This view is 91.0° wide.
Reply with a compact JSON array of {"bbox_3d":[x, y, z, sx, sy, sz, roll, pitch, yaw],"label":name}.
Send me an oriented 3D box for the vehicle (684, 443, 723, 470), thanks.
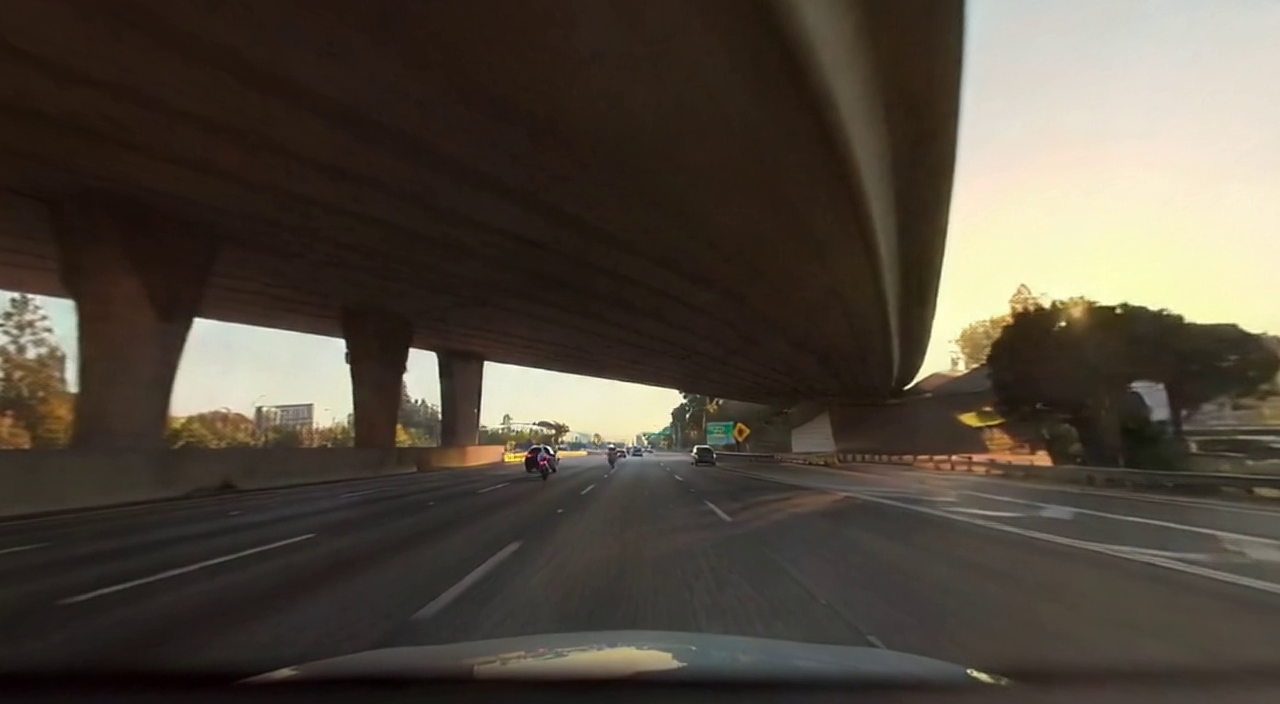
[{"bbox_3d":[4.111,6.861,41.468,2.047,1.662,4.243,0,-9,0],"label":"vehicle"}]
